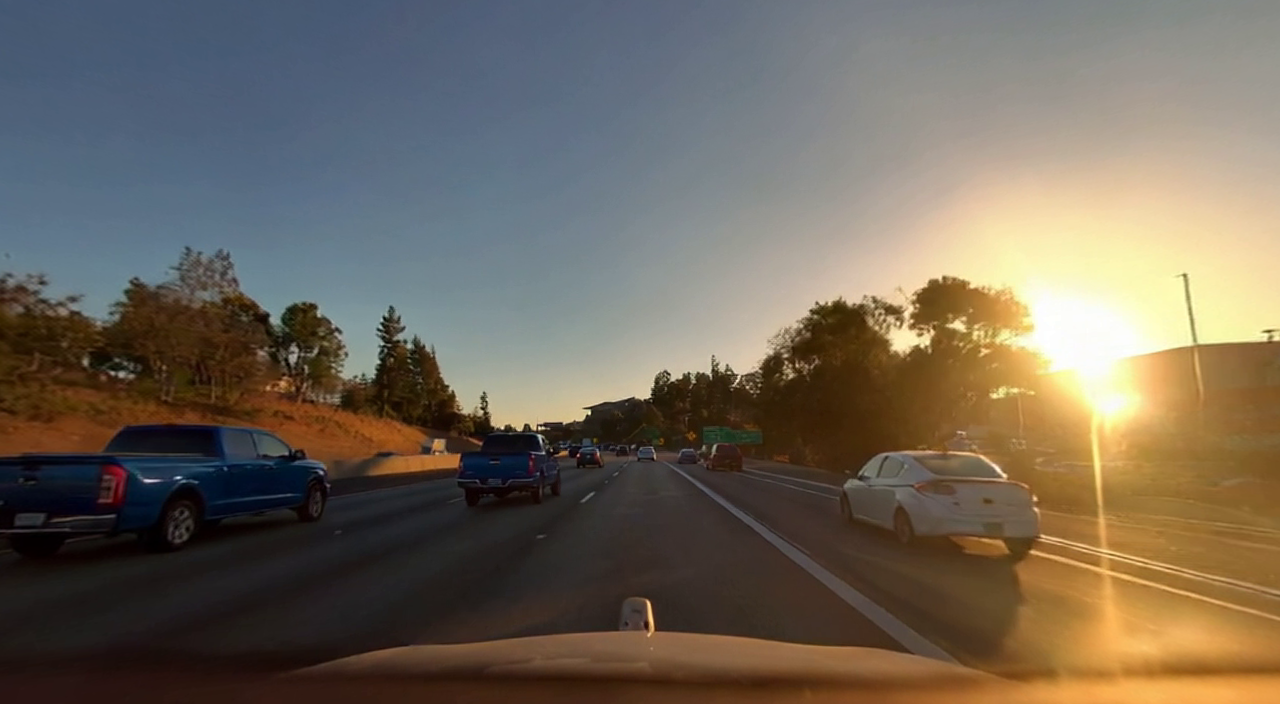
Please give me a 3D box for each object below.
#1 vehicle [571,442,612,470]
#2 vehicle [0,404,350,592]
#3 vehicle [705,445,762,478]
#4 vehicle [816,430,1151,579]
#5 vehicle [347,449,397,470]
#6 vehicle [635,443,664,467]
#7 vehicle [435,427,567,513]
[{"bbox_3d":[-3.058,6.708,40.941,2.209,1.714,4.576,0,-8,1],"label":"vehicle"},{"bbox_3d":[-6.489,1.796,8.764,2.428,1.812,5.131,0,-8,1],"label":"vehicle"},{"bbox_3d":[4.454,5.278,30.777,2.072,1.456,4.537,0,-8,-1],"label":"vehicle"},{"bbox_3d":[4.138,1.893,8.723,2.111,1.498,4.466,0,-8,0],"label":"vehicle"},{"bbox_3d":[-20.208,8.114,47.717,1.824,1.439,4.318,0,-8,0],"label":"vehicle"},{"bbox_3d":[0.669,7.503,46.136,2.080,1.682,4.150,0,-8,0],"label":"vehicle"},{"bbox_3d":[-3.170,2.797,15.484,2.146,1.775,4.553,0,-8,1],"label":"vehicle"}]
